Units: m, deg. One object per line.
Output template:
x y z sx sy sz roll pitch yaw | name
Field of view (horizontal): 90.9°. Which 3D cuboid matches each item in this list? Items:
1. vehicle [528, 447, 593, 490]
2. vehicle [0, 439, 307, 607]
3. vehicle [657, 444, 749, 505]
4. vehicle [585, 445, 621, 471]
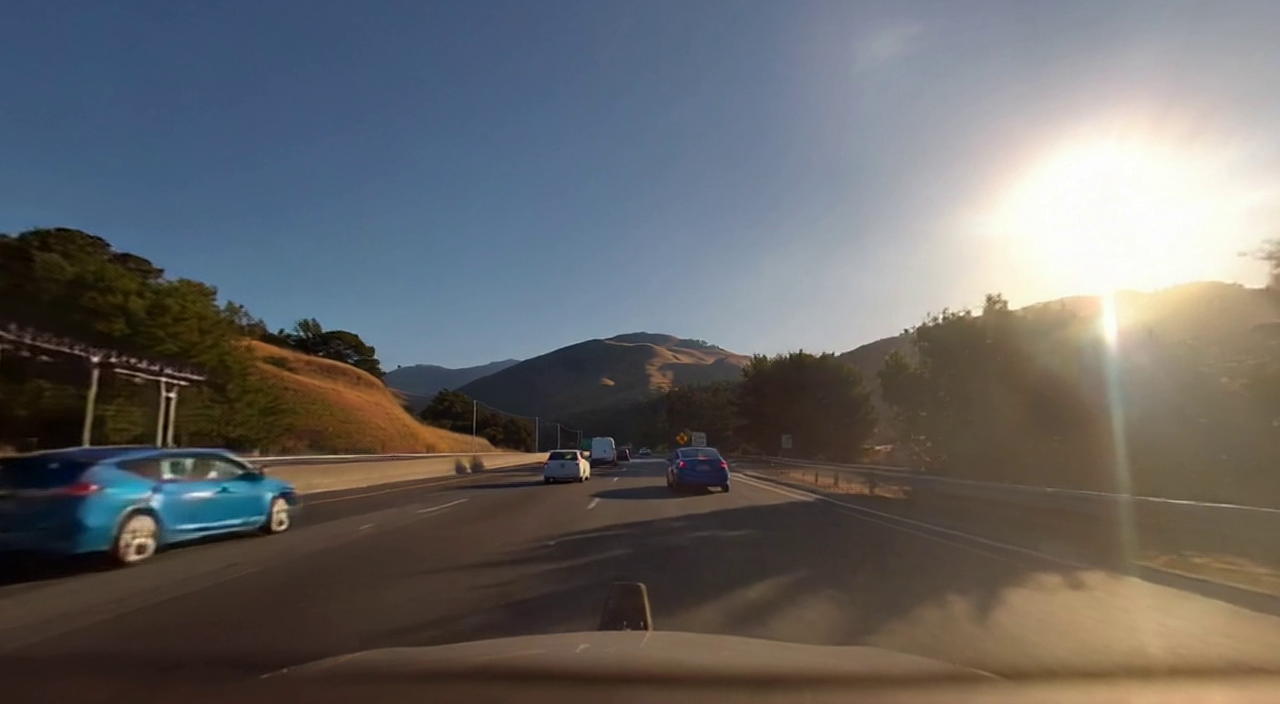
-3.004 4.501 24.688 1.990 1.501 4.250 0 -8 0 | vehicle
-6.633 1.920 8.170 2.012 1.504 4.729 0 -8 1 | vehicle
1.627 3.379 17.931 2.050 1.491 4.362 0 -8 -2 | vehicle
-2.463 7.123 42.675 2.270 1.660 4.101 0 -8 -1 | vehicle
